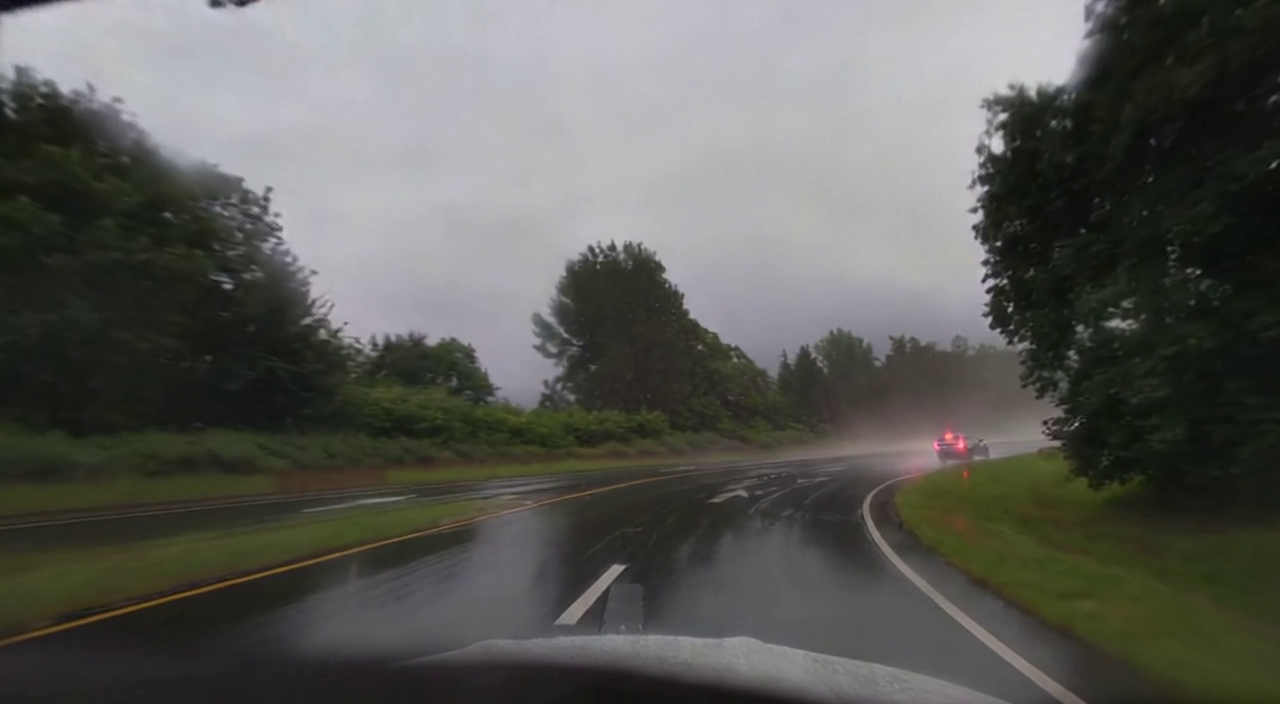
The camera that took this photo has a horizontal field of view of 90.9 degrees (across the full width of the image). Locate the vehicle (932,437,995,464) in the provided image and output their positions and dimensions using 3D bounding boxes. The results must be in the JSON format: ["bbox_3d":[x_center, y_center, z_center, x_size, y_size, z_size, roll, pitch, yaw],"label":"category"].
[{"bbox_3d":[18.055,5.479,35.098,3.645,1.427,1.807,8,-12,-41],"label":"vehicle"}]
